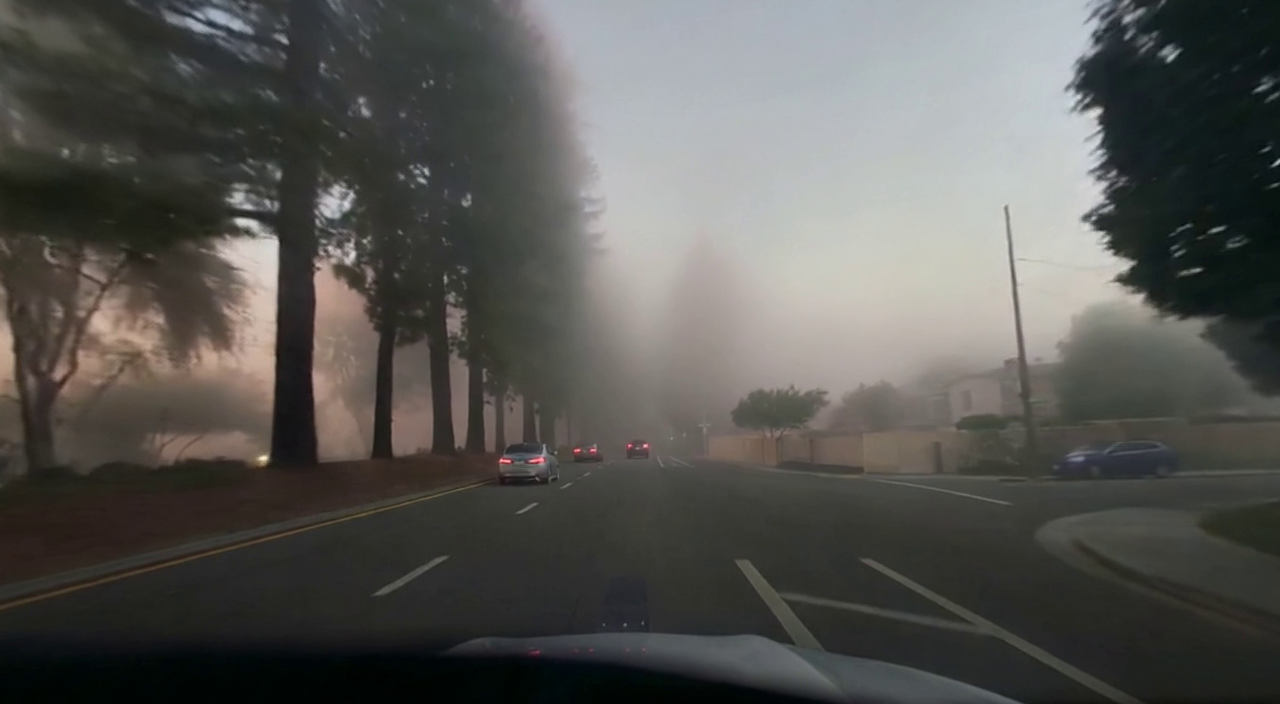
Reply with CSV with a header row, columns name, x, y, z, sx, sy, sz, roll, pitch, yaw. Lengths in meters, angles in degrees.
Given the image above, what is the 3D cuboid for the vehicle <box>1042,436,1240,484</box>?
name,x,y,z,sx,sy,sz,roll,pitch,yaw
vehicle,17.194,3.716,21.867,4.970,1.575,2.140,0,-8,2

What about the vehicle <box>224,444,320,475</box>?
name,x,y,z,sx,sy,sz,roll,pitch,yaw
vehicle,-19.939,5.821,34.487,2.041,1.566,5.174,0,-8,1

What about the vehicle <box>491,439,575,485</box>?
name,x,y,z,sx,sy,sz,roll,pitch,yaw
vehicle,-3.723,3.925,22.914,2.188,1.473,4.651,0,-8,1
